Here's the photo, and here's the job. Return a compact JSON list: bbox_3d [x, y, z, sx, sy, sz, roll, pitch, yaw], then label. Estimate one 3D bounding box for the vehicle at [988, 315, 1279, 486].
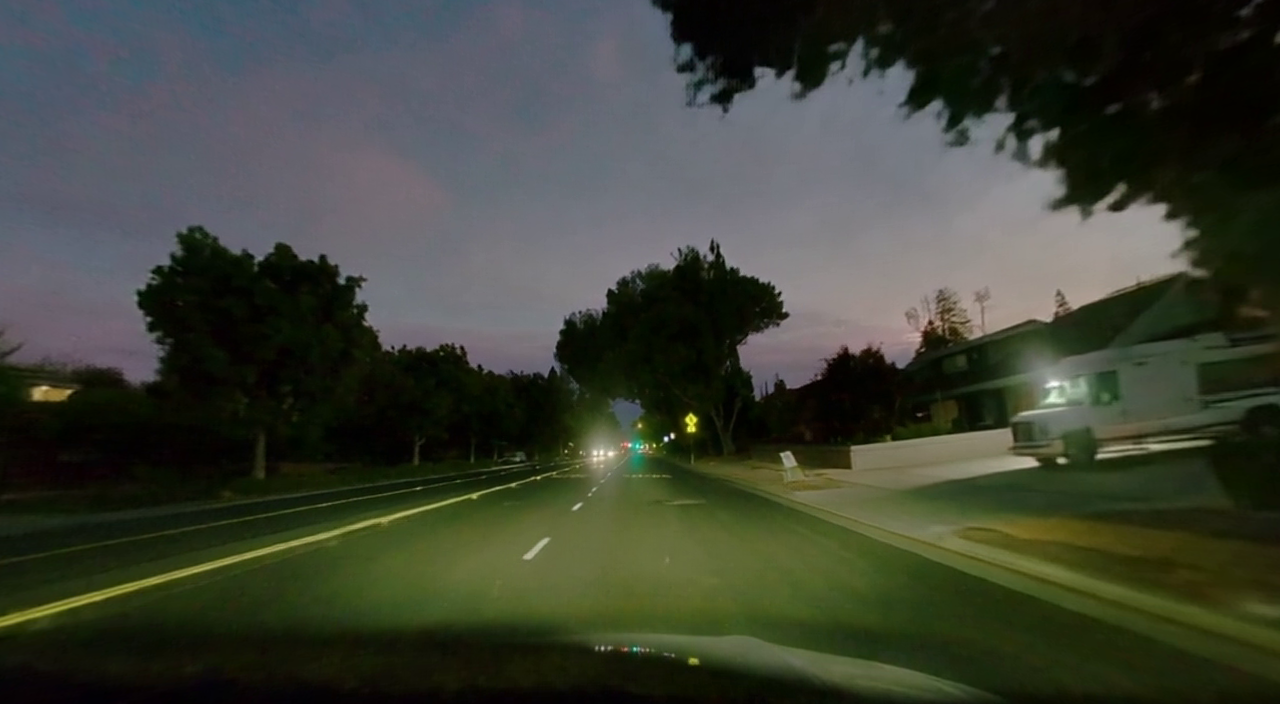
[{"bbox_3d":[17.547,1.472,18.697,12.151,4.157,3.709,-1,-15,-6],"label":"vehicle"}]
